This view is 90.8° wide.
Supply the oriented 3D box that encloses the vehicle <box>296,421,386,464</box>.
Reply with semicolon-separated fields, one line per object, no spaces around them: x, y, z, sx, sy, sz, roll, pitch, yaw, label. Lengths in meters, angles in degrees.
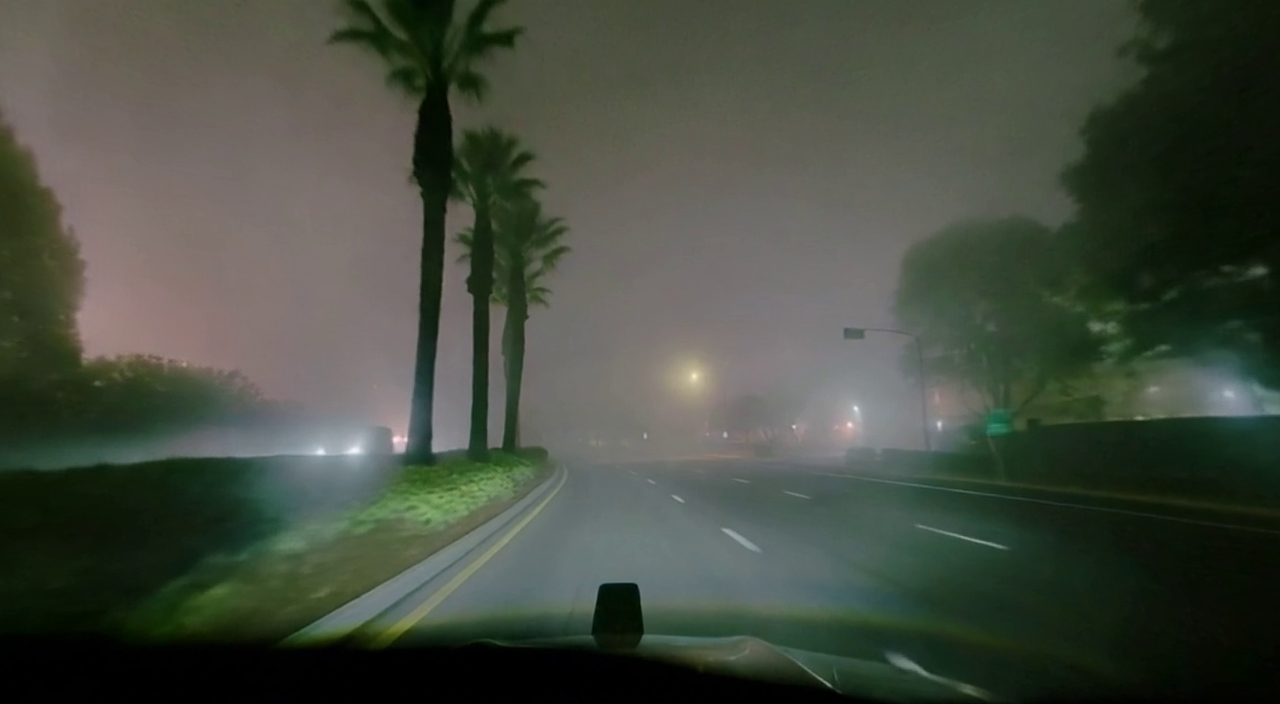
-13.491;4.167;28.919;2.111;1.793;4.783;0;-9;-5;vehicle
